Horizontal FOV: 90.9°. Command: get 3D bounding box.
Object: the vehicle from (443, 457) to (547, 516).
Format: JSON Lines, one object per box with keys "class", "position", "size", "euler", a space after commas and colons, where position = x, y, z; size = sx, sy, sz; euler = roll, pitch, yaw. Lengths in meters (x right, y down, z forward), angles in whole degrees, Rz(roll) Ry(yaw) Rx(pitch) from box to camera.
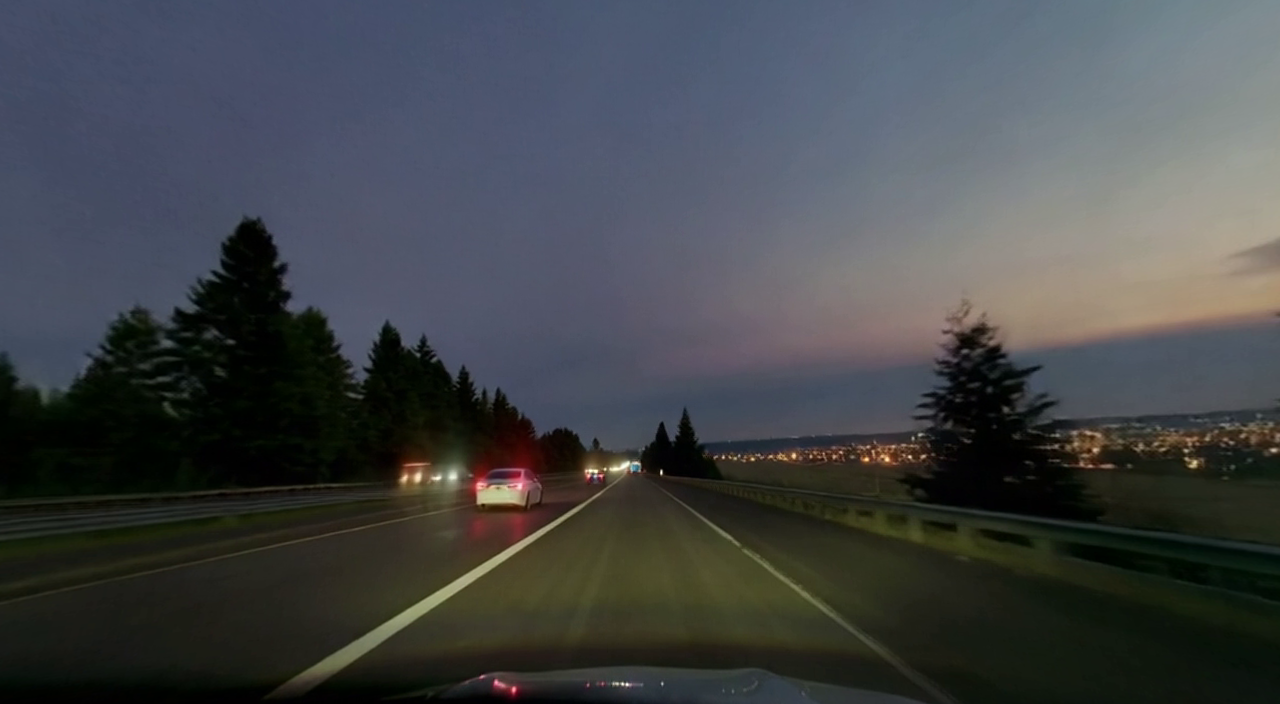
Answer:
{"class": "vehicle", "position": [-4.269, 4.083, 19.367], "size": [2.040, 1.525, 4.603], "euler": [1, -11, 1]}
